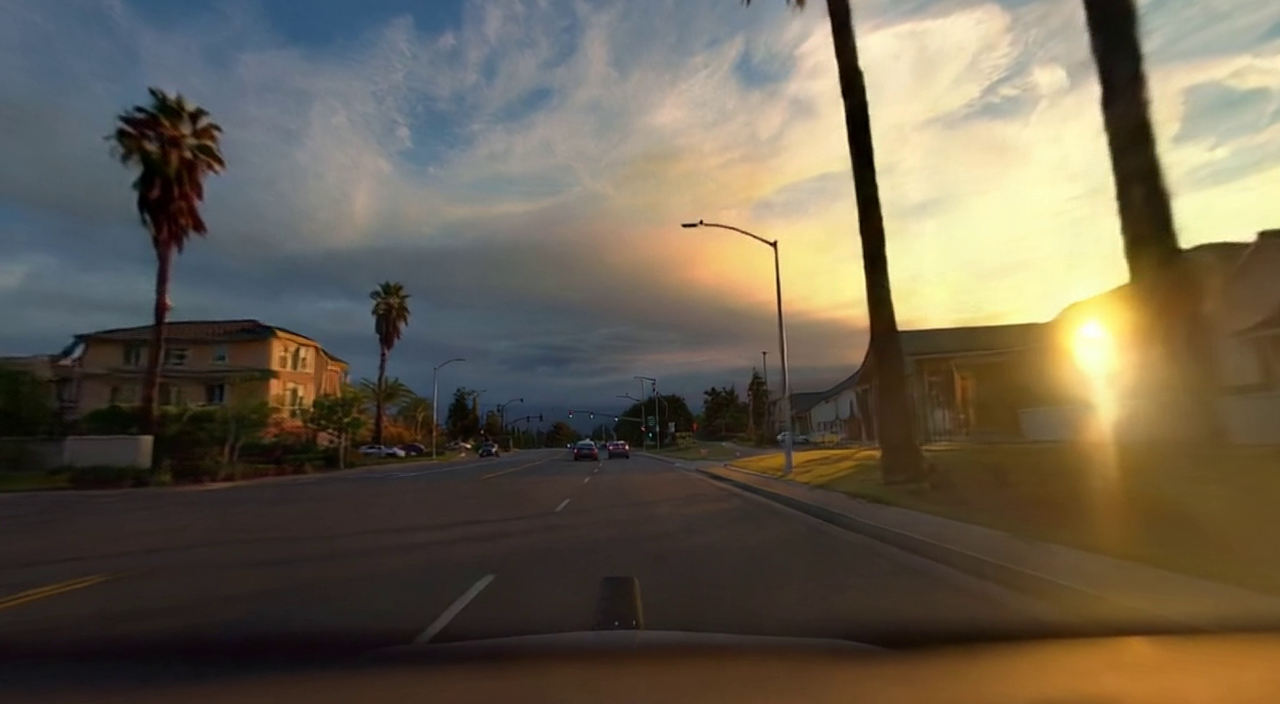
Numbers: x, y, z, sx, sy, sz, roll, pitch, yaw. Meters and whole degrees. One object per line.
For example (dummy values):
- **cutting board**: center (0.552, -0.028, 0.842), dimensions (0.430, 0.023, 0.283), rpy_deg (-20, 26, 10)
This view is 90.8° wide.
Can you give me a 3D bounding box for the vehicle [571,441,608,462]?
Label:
- **vehicle**: center (-3.820, 7.633, 48.641), dimensions (2.060, 1.526, 3.859), rpy_deg (-1, -8, 7)
